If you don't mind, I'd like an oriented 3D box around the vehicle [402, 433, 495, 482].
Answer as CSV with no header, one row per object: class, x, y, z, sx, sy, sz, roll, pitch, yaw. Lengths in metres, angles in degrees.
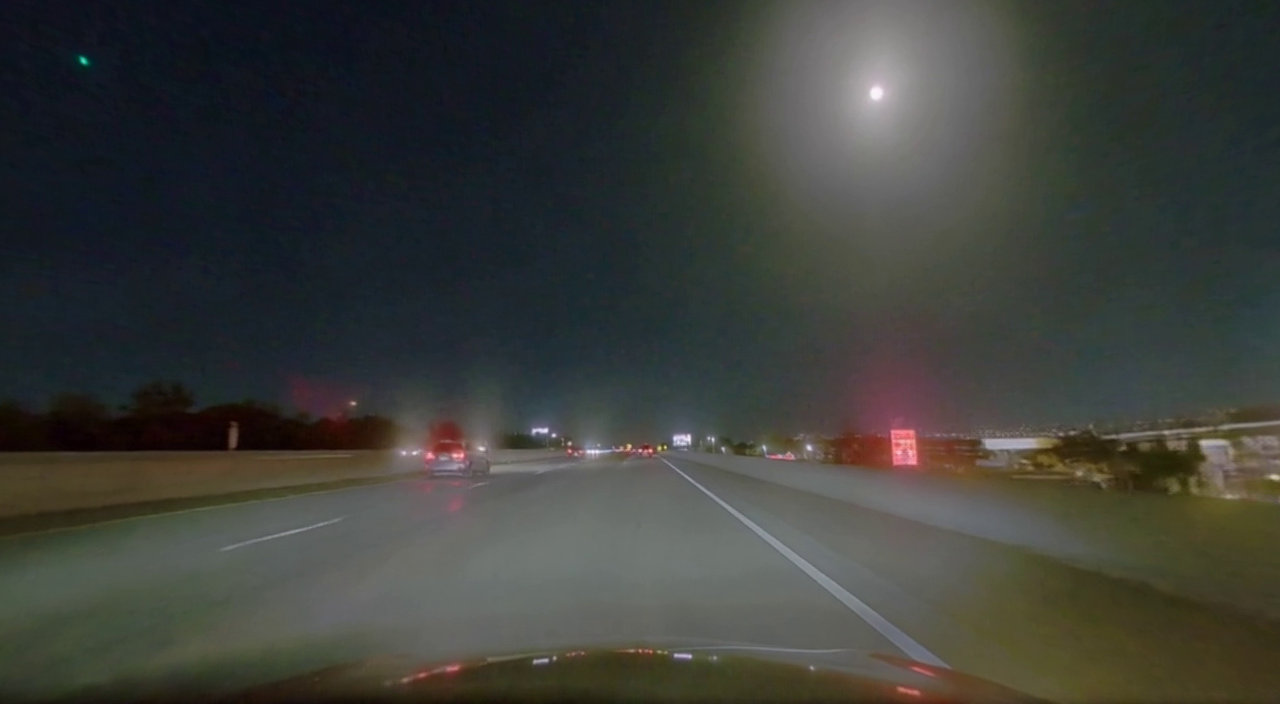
vehicle,-7.193,4.014,24.235,2.088,1.678,4.426,0,-8,1
